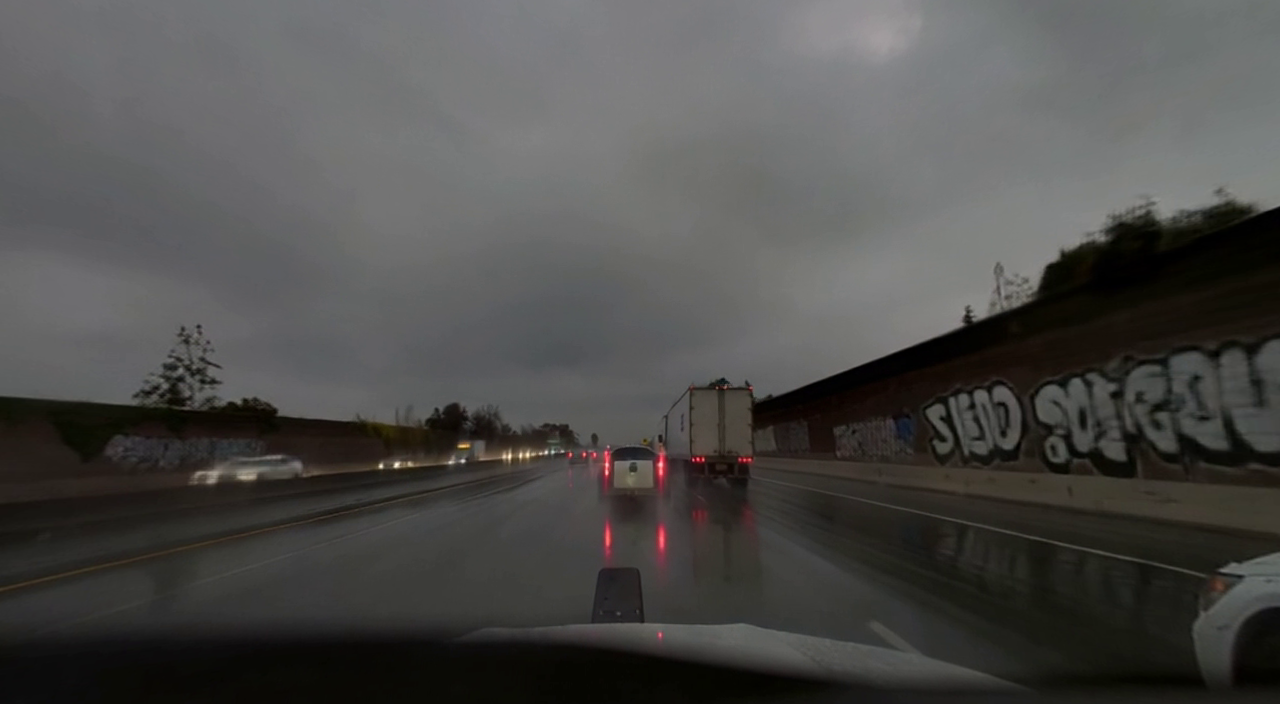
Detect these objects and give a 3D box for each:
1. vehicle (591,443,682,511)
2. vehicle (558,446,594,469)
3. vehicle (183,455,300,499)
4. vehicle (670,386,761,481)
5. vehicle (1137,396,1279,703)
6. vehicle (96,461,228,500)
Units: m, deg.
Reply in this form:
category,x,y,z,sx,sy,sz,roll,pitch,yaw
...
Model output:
category,x,y,z,sx,sy,sz,roll,pitch,yaw
vehicle,-0.144,3.096,16.096,2.033,1.468,4.015,0,-9,-2
vehicle,-4.344,7.240,43.295,2.067,1.481,4.085,-1,-9,0
vehicle,-14.951,4.675,23.905,1.908,1.458,4.057,0,-9,-3
vehicle,3.554,4.526,34.003,2.902,4.014,14.446,0,-9,-1
vehicle,3.400,0.640,0.552,1.996,1.497,4.754,0,-9,0
vehicle,-20.875,5.603,27.762,2.070,1.453,4.840,0,-9,-1
